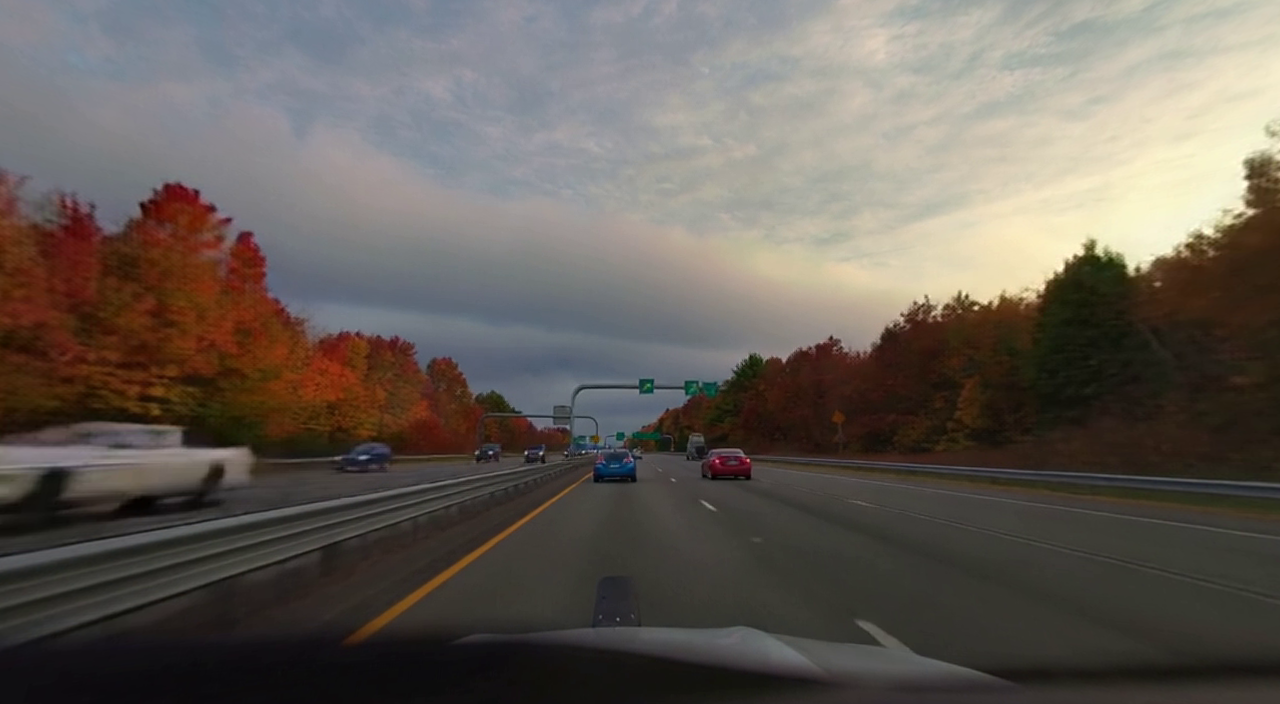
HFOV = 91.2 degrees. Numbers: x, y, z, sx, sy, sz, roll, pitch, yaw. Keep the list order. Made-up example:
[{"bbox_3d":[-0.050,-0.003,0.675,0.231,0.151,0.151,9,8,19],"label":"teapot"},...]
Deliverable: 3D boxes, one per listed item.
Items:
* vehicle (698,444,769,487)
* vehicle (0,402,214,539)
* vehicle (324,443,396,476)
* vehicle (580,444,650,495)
[{"bbox_3d":[3.719,4.632,25.805,2.300,1.595,4.144,-1,-9,0],"label":"vehicle"},{"bbox_3d":[-9.036,1.668,9.008,2.512,1.641,4.748,0,-9,-1],"label":"vehicle"},{"bbox_3d":[-13.790,5.309,31.119,1.798,1.510,3.858,0,-9,-1],"label":"vehicle"},{"bbox_3d":[-0.787,3.932,21.332,2.128,1.516,4.410,0,-9,-1],"label":"vehicle"}]
